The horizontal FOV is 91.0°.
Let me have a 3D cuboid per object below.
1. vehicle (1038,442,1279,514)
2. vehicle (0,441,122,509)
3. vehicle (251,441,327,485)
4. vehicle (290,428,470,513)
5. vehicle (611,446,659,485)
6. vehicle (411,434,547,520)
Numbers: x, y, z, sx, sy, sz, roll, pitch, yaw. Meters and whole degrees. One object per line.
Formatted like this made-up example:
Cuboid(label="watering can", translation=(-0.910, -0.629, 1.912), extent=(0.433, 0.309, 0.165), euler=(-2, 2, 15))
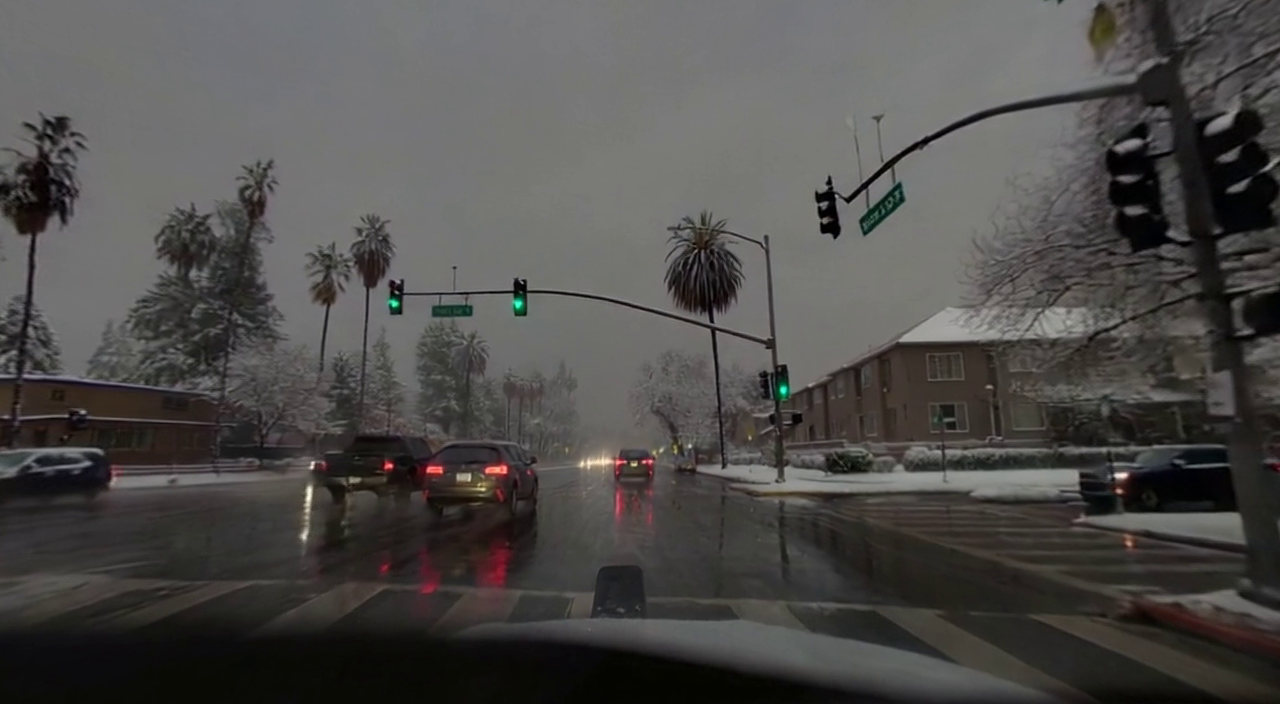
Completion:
Cuboid(label="vehicle", translation=(12.271, 2.882, 14.621), extent=(4.649, 1.496, 2.061), euler=(0, -9, -1))
Cuboid(label="vehicle", translation=(-18.618, 3.595, 18.780), extent=(2.323, 1.828, 4.675), euler=(0, -9, 0))
Cuboid(label="vehicle", translation=(-26.132, 8.256, 47.149), extent=(2.512, 2.978, 5.172), euler=(2, -9, 0))
Cuboid(label="vehicle", translation=(-7.169, 3.365, 18.465), extent=(2.457, 2.010, 6.330), euler=(0, -9, 1))
Cuboid(label="vehicle", translation=(-0.255, 5.700, 31.786), extent=(2.280, 1.803, 4.240), euler=(0, -9, -1))
Cuboid(label="vehicle", translation=(-3.799, 3.033, 15.821), extent=(2.116, 1.806, 4.516), euler=(0, -9, 1))
